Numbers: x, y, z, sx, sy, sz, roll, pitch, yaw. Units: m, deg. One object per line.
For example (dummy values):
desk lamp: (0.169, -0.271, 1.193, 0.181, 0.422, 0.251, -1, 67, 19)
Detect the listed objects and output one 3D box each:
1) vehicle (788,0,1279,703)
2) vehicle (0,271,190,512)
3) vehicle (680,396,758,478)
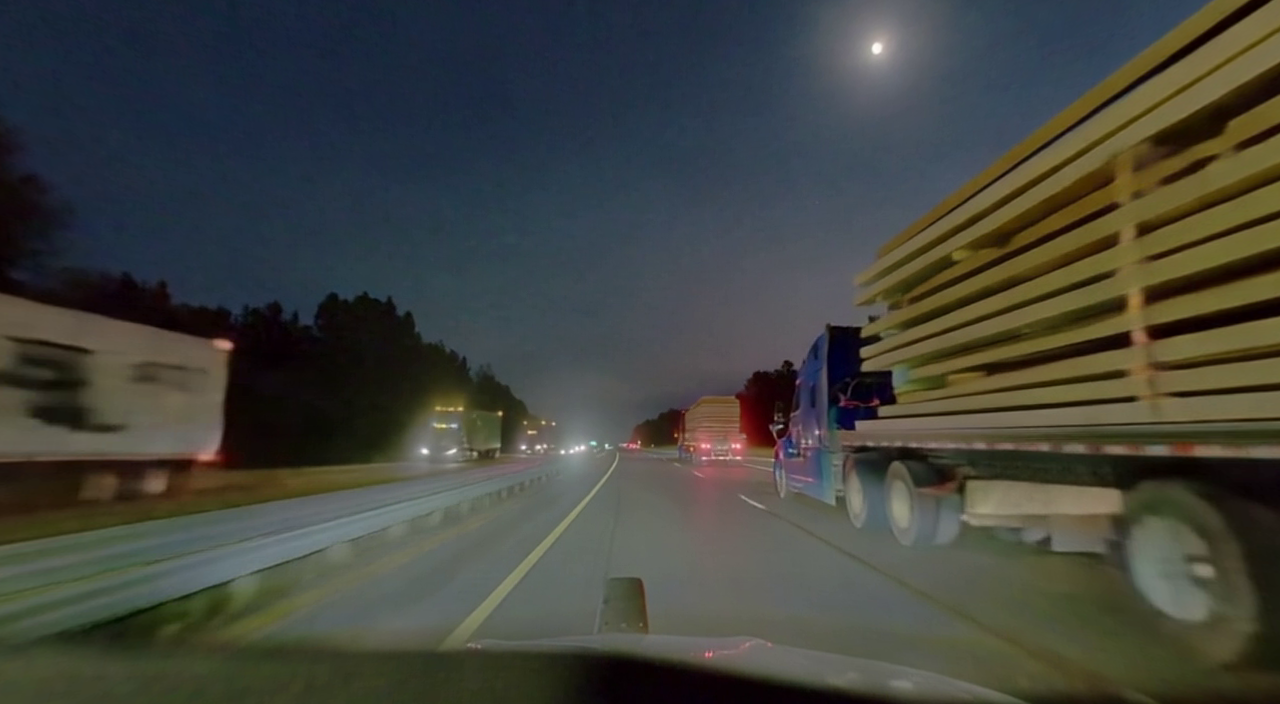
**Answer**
vehicle: (4.724, 0.157, 5.213, 3.024, 4.065, 13.796, -1, -8, -2)
vehicle: (-12.248, 0.268, 7.956, 2.969, 4.021, 13.849, 0, -9, -1)
vehicle: (4.468, 5.400, 39.543, 3.023, 4.054, 16.882, 0, -8, 1)
